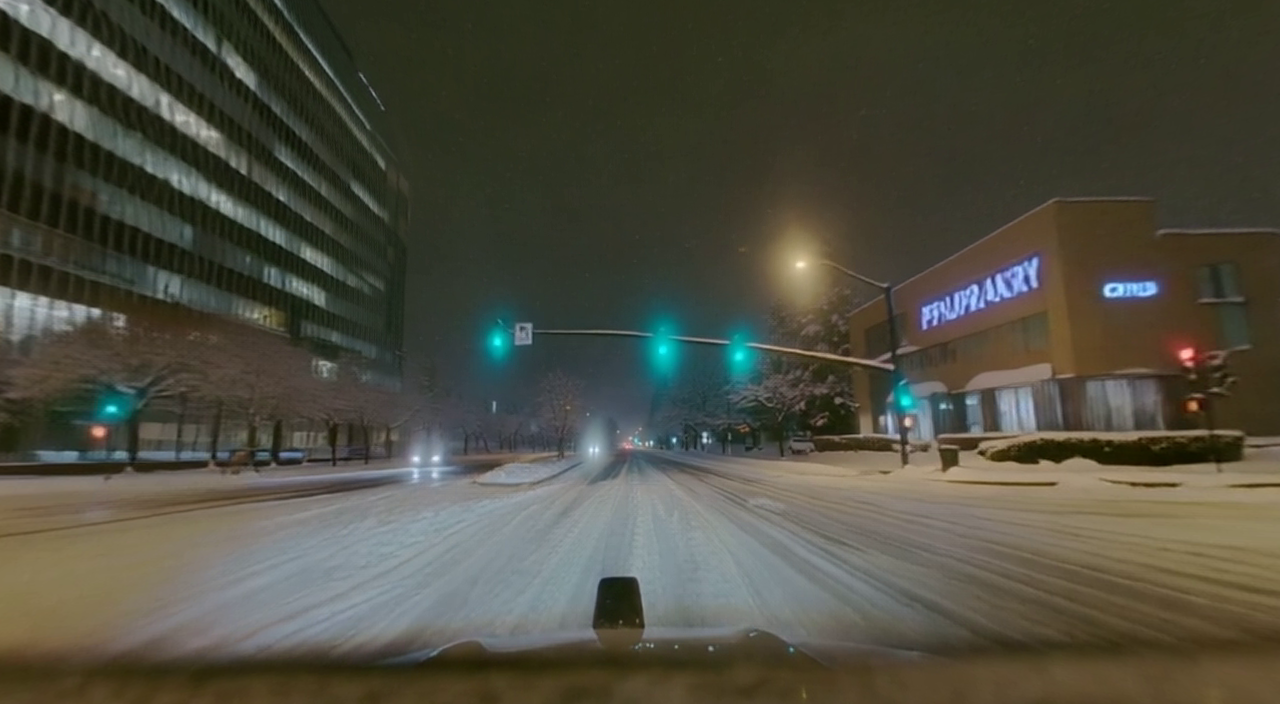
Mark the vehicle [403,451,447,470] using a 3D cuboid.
[{"bbox_3d":[-16.936,8.553,49.972,1.924,1.434,4.456,0,-9,-1],"label":"vehicle"}]
